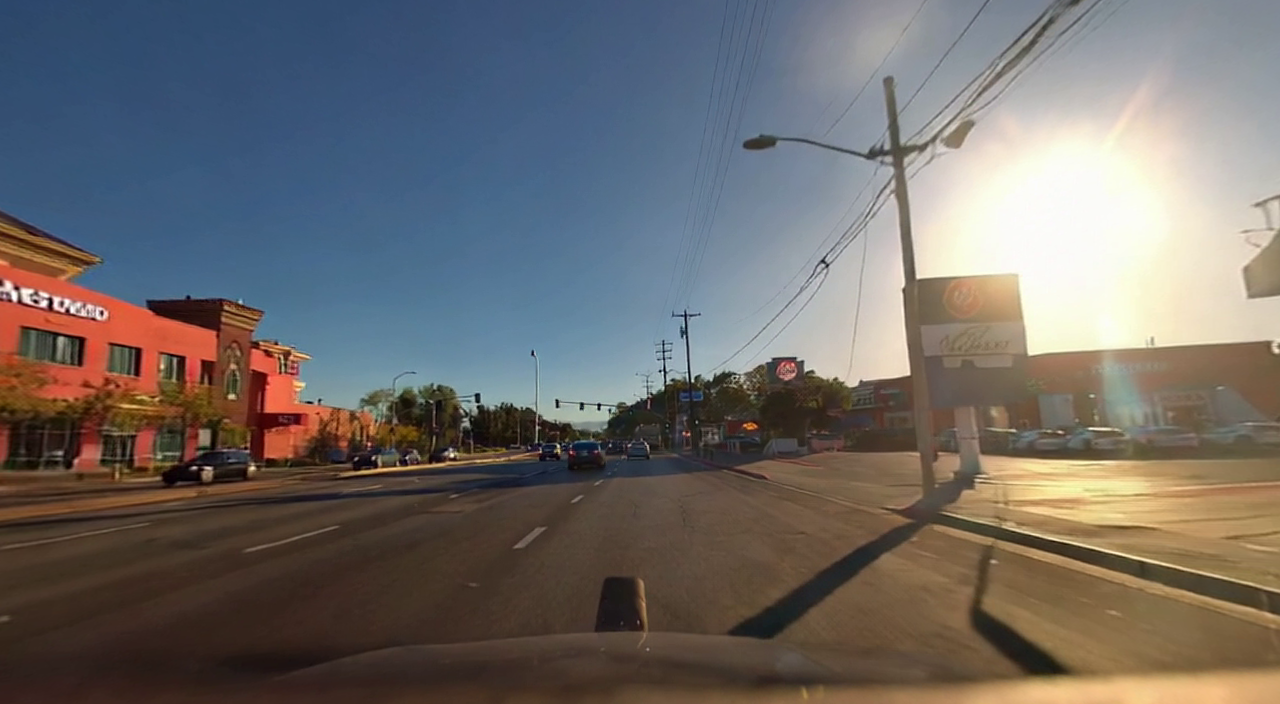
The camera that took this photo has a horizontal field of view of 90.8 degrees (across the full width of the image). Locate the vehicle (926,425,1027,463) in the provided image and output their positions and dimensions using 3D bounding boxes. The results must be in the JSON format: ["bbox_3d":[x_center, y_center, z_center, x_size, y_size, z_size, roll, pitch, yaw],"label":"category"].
[{"bbox_3d":[14.718,4.072,28.056,2.036,1.520,5.417,-1,-8,7],"label":"vehicle"}]

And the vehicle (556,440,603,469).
[{"bbox_3d":[-3.330,5.782,35.713,2.179,1.490,4.742,0,-9,0],"label":"vehicle"}]

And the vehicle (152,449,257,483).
[{"bbox_3d":[-20.671,5.385,30.231,1.818,1.488,4.344,-1,-9,2],"label":"vehicle"}]

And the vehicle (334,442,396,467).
[{"bbox_3d":[-20.786,7.773,48.020,2.211,1.813,4.818,-1,-9,6],"label":"vehicle"}]
